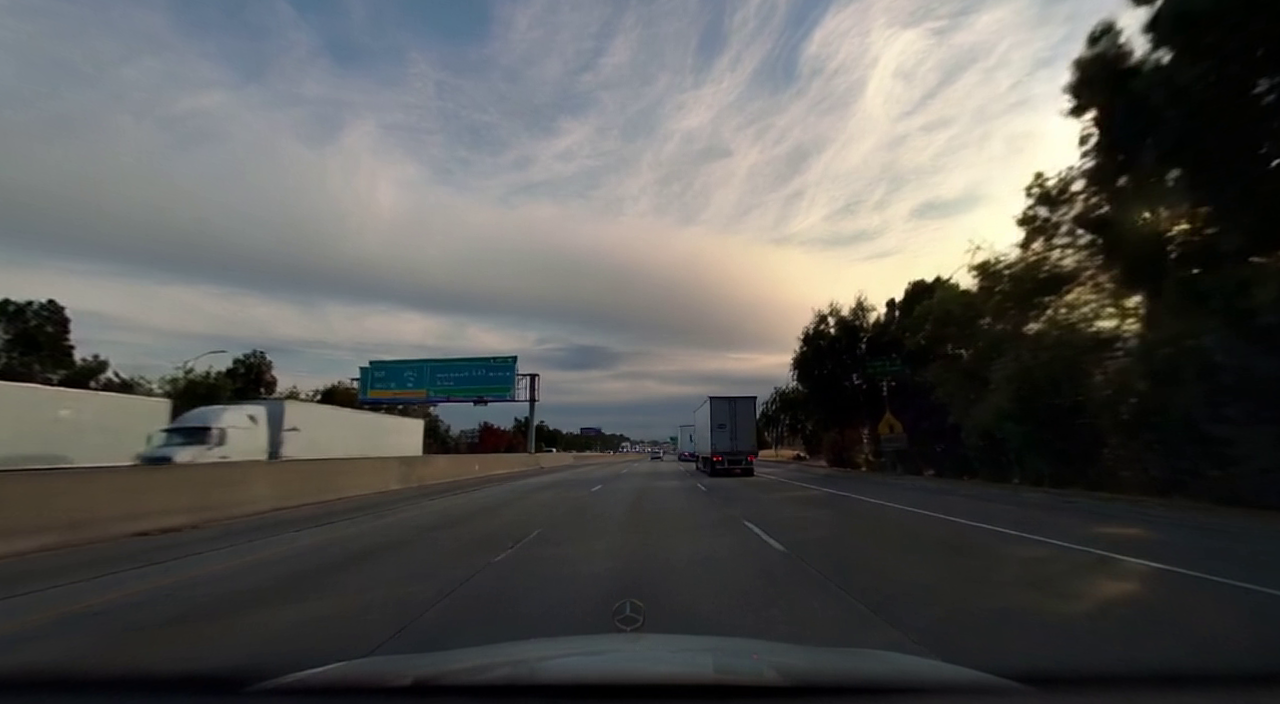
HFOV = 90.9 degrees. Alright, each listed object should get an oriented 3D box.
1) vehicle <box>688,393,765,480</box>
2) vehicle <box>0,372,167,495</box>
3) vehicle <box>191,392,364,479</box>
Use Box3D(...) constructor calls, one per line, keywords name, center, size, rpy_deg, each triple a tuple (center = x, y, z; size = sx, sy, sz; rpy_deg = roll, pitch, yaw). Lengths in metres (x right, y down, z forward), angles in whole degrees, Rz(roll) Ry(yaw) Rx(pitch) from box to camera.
Box3D(name="vehicle", center=(4.762, 5.144, 38.058), size=(2.826, 4.269, 14.176), rpy_deg=(0, -8, 1))
Box3D(name="vehicle", center=(-22.712, 2.871, 21.908), size=(3.049, 4.039, 11.774), rpy_deg=(0, -9, 2))
Box3D(name="vehicle", center=(-18.380, 4.471, 33.095), size=(3.186, 3.906, 9.306), rpy_deg=(0, -9, 2))
